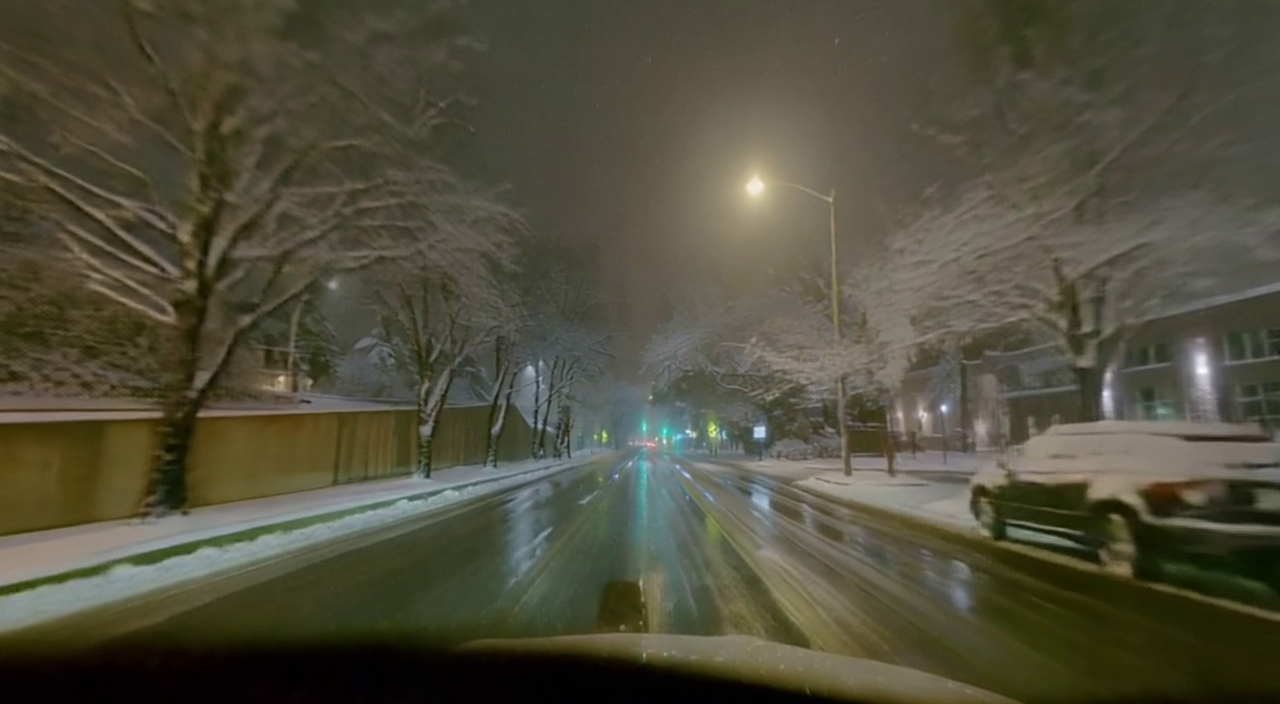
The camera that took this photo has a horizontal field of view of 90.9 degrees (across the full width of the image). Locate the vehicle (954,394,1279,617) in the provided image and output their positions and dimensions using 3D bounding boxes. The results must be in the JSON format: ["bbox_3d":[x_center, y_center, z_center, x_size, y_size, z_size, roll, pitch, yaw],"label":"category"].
[{"bbox_3d":[6.108,1.599,7.660,2.177,1.788,5.106,0,-8,3],"label":"vehicle"}]
